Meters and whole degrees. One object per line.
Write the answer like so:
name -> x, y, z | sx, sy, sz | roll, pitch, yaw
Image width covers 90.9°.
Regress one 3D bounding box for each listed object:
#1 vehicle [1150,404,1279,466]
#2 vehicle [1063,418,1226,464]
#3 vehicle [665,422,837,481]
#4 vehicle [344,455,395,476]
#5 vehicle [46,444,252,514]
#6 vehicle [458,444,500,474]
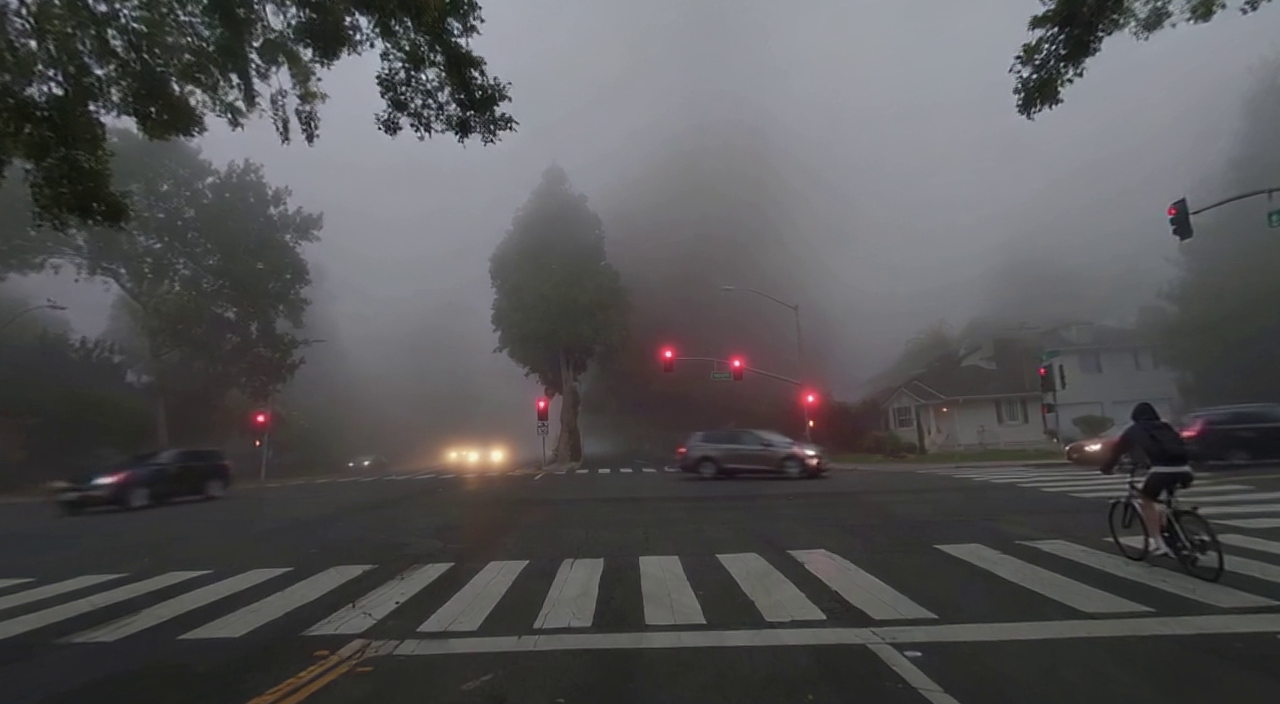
vehicle -> 18.168, 2.383, 18.038 | 5.217, 1.673, 2.006 | -1, -9, 2
vehicle -> 17.332, 3.081, 21.805 | 3.969, 1.493, 1.823 | -1, -9, 1
vehicle -> 3.641, 3.318, 21.041 | 5.188, 1.731, 2.191 | -5, -10, 30
vehicle -> -20.766, 8.680, 48.543 | 1.872, 1.455, 4.576 | 0, -9, 1
vehicle -> -14.268, 3.678, 18.865 | 2.093, 1.769, 4.971 | 0, -9, 1
vehicle -> -8.712, 5.814, 34.491 | 2.017, 1.496, 4.749 | 2, -9, -12
